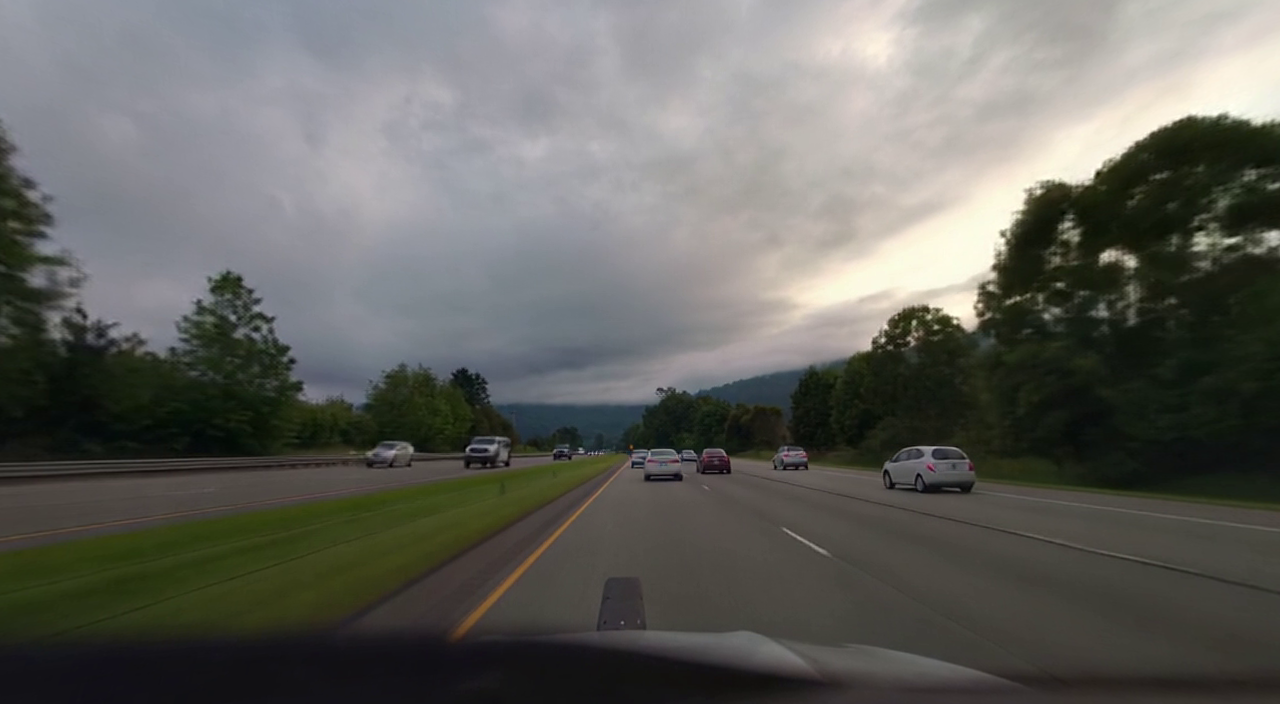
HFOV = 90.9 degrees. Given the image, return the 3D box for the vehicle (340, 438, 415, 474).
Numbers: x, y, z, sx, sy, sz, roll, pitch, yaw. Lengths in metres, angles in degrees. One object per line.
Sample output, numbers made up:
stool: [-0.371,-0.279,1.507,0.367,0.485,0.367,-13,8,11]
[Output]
vehicle: [-12.409,4.959,30.072,1.835,1.583,4.021,0,-9,0]

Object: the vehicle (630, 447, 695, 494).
vehicle: [0.715,4.014,21.689,2.020,1.426,3.702,0,-9,0]

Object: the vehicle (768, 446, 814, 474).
vehicle: [9.275,6.644,38.971,1.957,1.594,3.632,0,-9,0]

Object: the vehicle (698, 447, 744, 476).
vehicle: [4.459,6.085,35.174,1.981,1.518,4.029,0,-9,-1]

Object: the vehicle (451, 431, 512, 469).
vehicle: [-8.571,5.383,34.495,2.055,1.897,4.576,0,-9,1]

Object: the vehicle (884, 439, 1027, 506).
vehicle: [8.201,3.159,16.824,1.847,1.554,3.752,0,-9,0]
